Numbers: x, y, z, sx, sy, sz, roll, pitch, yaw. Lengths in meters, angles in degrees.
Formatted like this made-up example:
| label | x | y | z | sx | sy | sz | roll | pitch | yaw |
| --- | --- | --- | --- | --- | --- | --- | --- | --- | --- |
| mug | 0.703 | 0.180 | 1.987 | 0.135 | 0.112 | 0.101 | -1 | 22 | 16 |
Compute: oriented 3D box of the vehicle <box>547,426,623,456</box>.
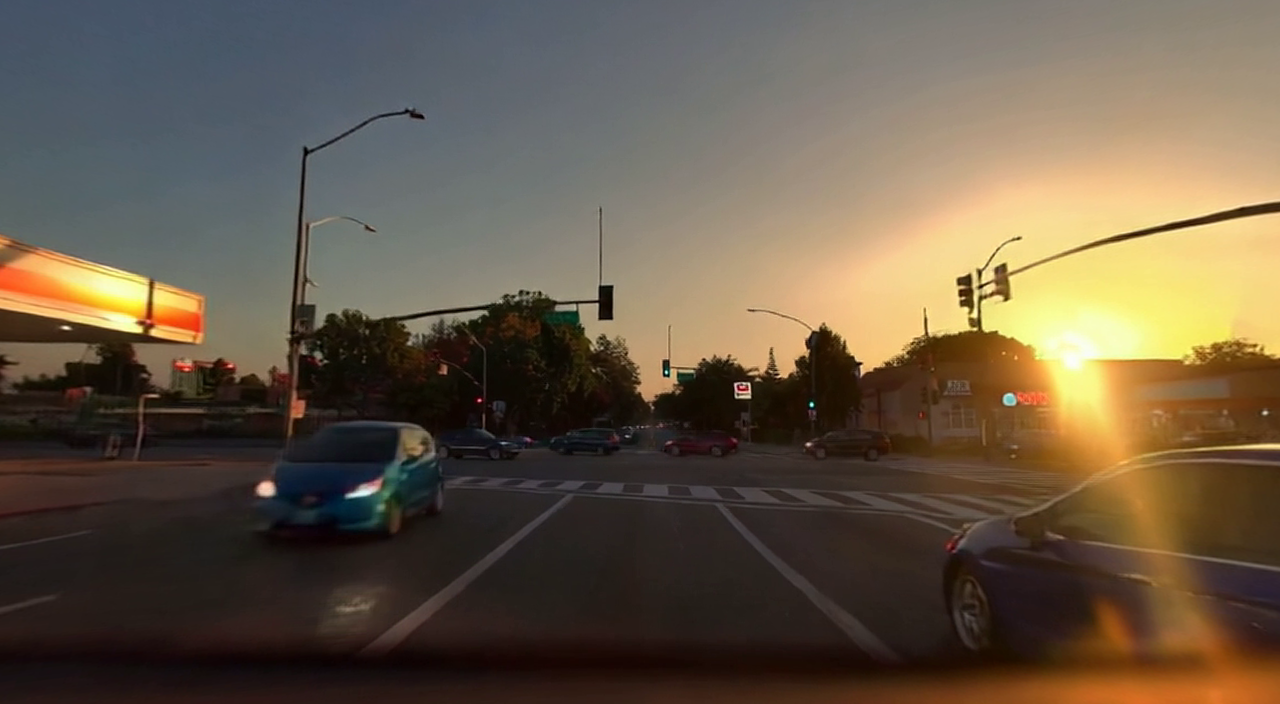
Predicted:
| label | x | y | z | sx | sy | sz | roll | pitch | yaw |
| --- | --- | --- | --- | --- | --- | --- | --- | --- | --- |
| vehicle | -3.368 | 5.503 | 38.891 | 4.311 | 1.742 | 1.864 | -4 | -9 | 26 |

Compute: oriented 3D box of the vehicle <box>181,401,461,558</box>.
| label | x | y | z | sx | sy | sz | roll | pitch | yaw |
| --- | --- | --- | --- | --- | --- | --- | --- | --- | --- |
| vehicle | -4.161 | 1.731 | 9.309 | 2.196 | 1.696 | 4.484 | 1 | -8 | -7 |

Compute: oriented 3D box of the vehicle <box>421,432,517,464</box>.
| label | x | y | z | sx | sy | sz | roll | pitch | yaw |
| --- | --- | --- | --- | --- | --- | --- | --- | --- | --- |
| vehicle | -8.671 | 4.840 | 31.928 | 4.806 | 1.482 | 1.862 | -6 | -10 | 32 |

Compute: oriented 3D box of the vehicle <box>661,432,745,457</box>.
| label | x | y | z | sx | sy | sz | roll | pitch | yaw |
| --- | --- | --- | --- | --- | --- | --- | --- | --- | --- |
| vehicle | 3.834 | 5.735 | 38.979 | 4.801 | 1.466 | 1.830 | -5 | -10 | 28 |

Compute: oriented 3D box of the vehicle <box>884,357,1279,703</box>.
| label | x | y | z | sx | sy | sz | roll | pitch | yaw |
| --- | --- | --- | --- | --- | --- | --- | --- | --- | --- |
| vehicle | 2.893 | 0.874 | 2.521 | 1.995 | 1.525 | 4.392 | 0 | -8 | -1 |
